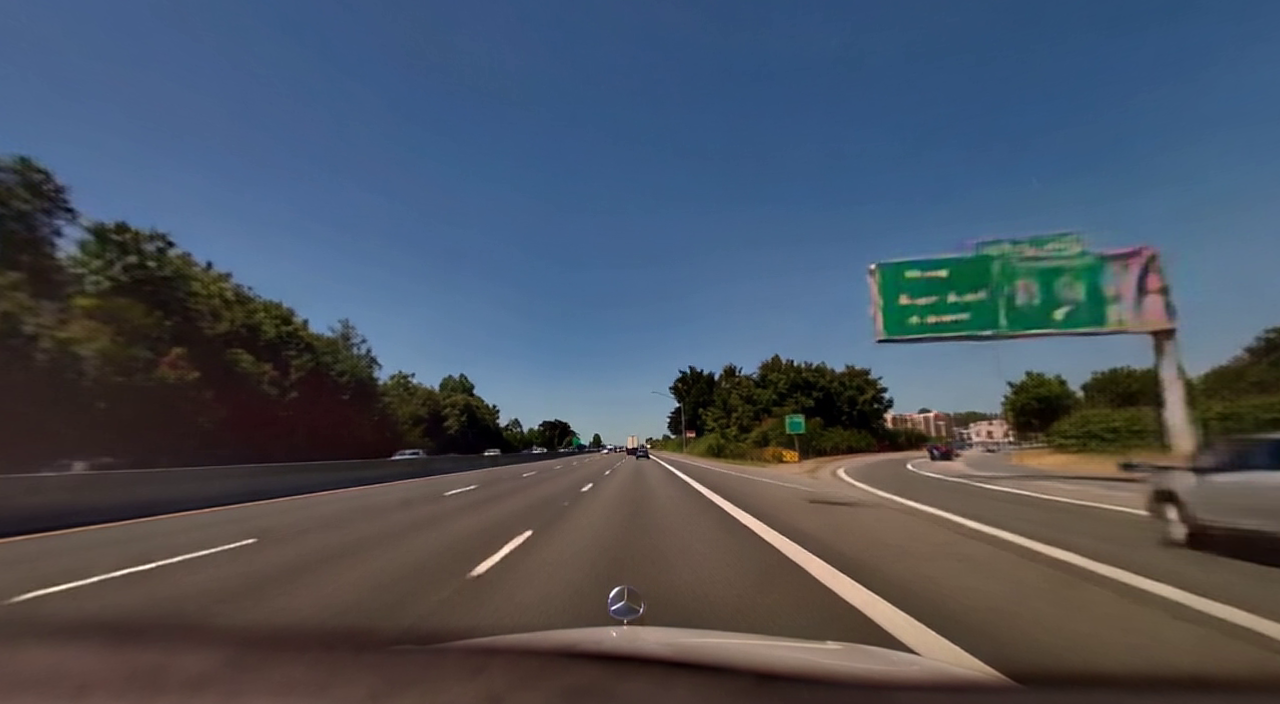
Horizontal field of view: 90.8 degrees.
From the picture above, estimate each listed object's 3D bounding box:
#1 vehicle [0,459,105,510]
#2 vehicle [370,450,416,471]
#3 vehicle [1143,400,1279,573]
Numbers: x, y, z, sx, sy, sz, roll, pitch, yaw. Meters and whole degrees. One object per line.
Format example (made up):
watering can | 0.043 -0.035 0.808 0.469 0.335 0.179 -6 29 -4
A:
vehicle | -20.784 4.355 20.995 1.870 1.488 4.715 0 -9 -1
vehicle | -18.960 8.365 48.668 1.870 1.499 4.295 0 -9 -1
vehicle | 7.419 1.267 5.781 2.096 1.712 4.697 -1 -9 6
